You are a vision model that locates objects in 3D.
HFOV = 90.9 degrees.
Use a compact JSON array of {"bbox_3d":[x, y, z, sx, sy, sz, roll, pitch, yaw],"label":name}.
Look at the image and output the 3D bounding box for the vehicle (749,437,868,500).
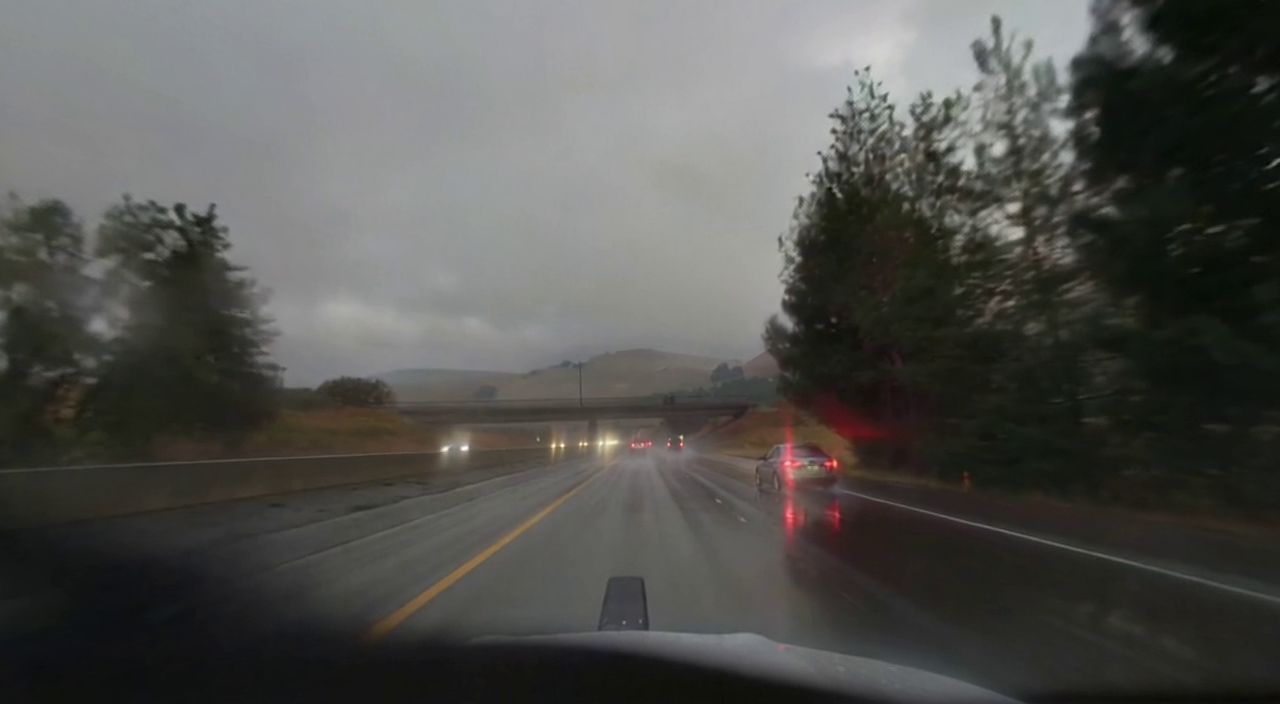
[{"bbox_3d":[4.478,3.162,17.644,2.027,1.487,4.718,0,-8,0],"label":"vehicle"}]
